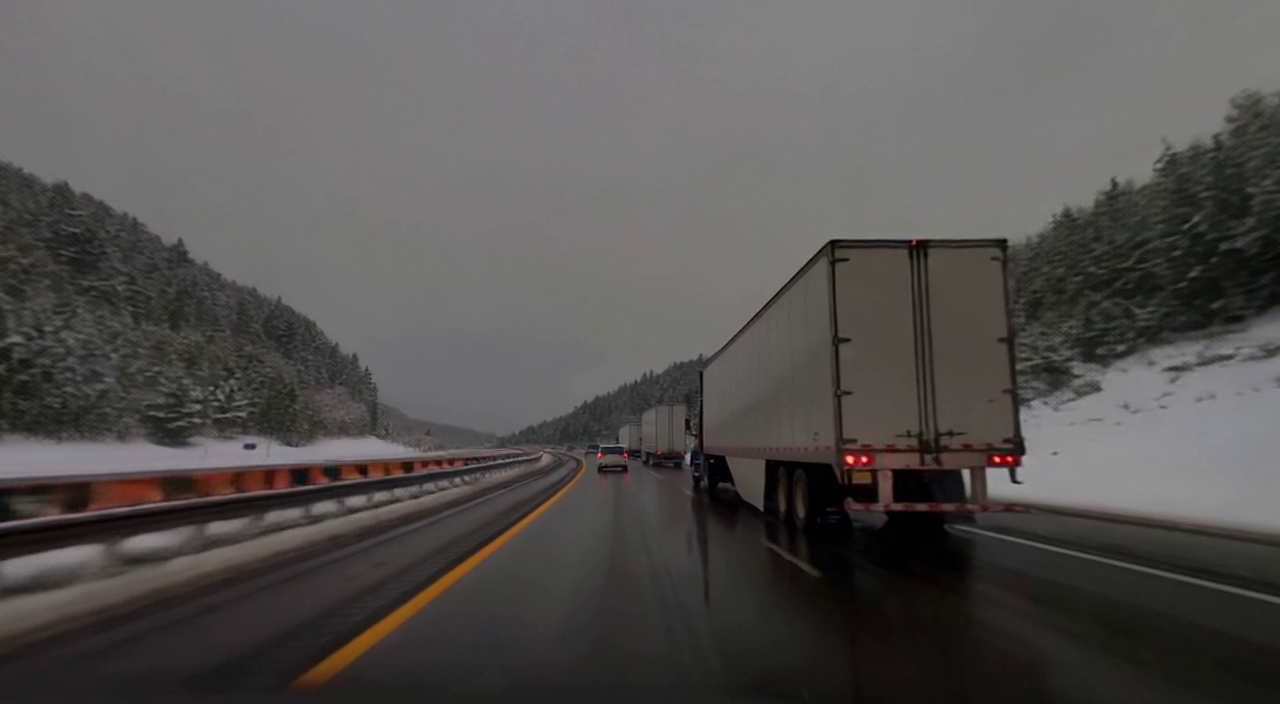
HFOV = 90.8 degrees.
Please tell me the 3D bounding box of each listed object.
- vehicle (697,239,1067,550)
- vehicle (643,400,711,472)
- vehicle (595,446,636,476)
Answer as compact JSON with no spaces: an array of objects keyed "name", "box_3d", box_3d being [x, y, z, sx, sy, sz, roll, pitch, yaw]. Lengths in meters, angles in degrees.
[{"name":"vehicle","box_3d":[3.780,1.617,15.571,2.911,4.099,14.578,0,-9,-2]},{"name":"vehicle","box_3d":[2.110,5.872,42.885,2.826,4.050,13.845,1,-9,-4]},{"name":"vehicle","box_3d":[-1.287,5.610,32.544,2.029,1.437,3.794,0,-9,-3]}]
